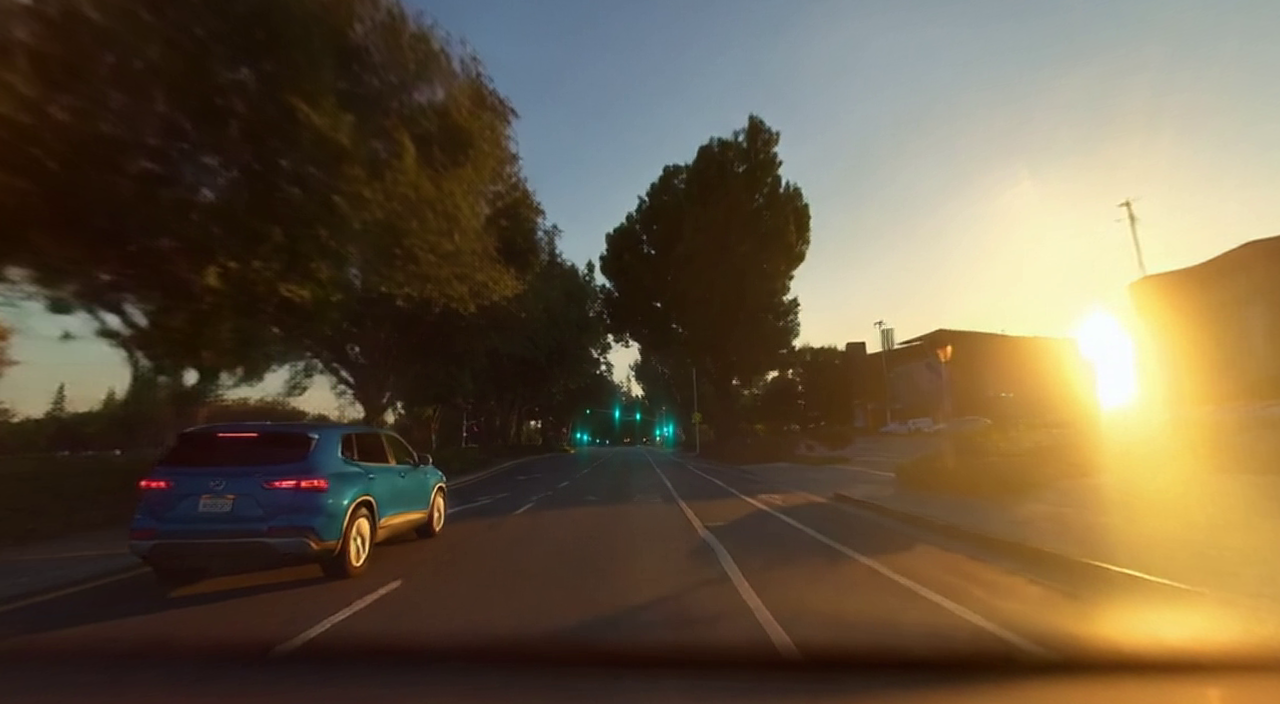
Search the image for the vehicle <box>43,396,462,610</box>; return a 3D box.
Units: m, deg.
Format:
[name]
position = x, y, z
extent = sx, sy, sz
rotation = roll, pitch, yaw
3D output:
[vehicle]
position = -3.800, 1.563, 7.440
extent = 2.121, 1.724, 4.392
rotation = -1, -8, 0
